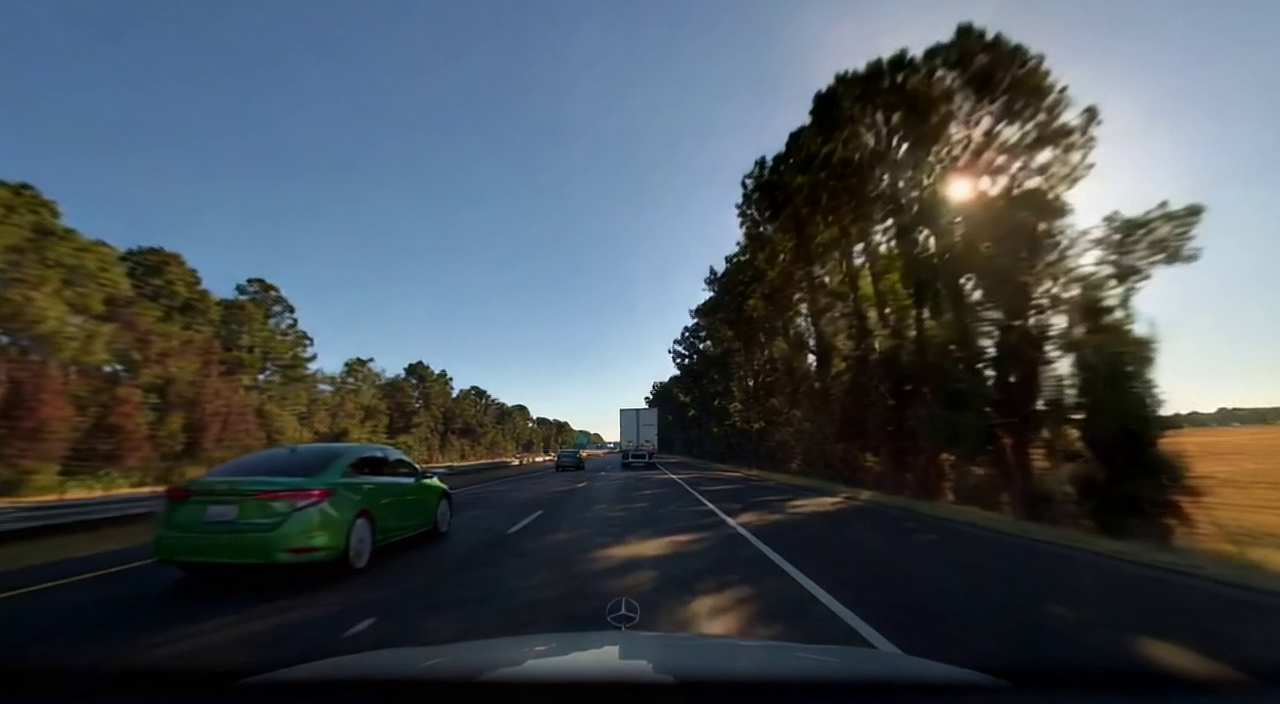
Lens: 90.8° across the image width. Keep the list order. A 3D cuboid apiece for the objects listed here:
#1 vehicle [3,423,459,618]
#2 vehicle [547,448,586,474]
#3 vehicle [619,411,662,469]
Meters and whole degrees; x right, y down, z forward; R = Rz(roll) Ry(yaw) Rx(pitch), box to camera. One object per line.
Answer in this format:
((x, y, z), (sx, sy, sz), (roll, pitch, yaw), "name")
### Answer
((-3.903, 1.704, 7.446), (2.031, 1.496, 4.971), (0, -9, 0), "vehicle")
((-4.413, 6.619, 38.536), (1.937, 1.493, 3.779), (0, -9, 0), "vehicle")
((-0.018, 7.034, 49.727), (2.995, 4.028, 10.508), (0, -9, 0), "vehicle")
